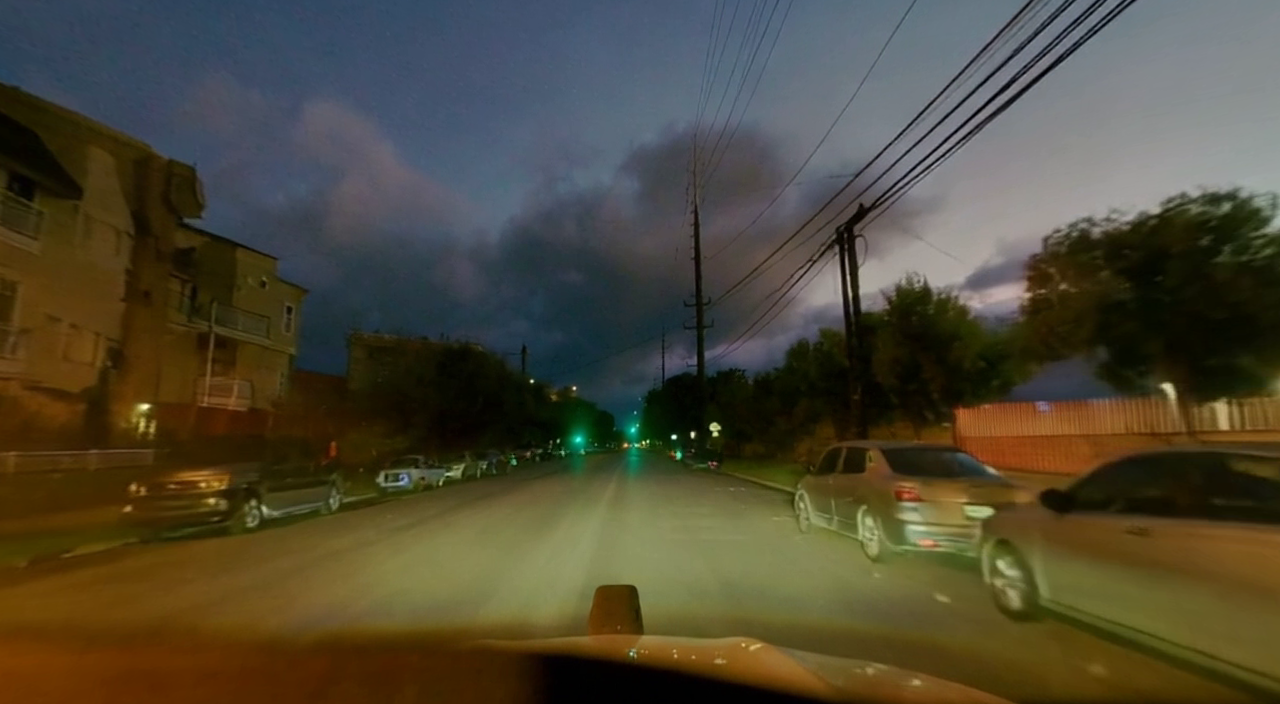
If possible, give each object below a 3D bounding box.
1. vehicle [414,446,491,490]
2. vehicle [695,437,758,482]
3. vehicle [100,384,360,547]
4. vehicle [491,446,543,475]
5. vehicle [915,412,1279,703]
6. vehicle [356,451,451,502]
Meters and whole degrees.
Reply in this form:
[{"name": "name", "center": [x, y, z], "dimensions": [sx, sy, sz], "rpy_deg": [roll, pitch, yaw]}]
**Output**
[{"name": "vehicle", "center": [-7.759, 4.841, 26.602], "dimensions": [1.917, 1.618, 4.825], "rpy_deg": [-1, -10, -2]}, {"name": "vehicle", "center": [3.585, 4.522, 26.919], "dimensions": [2.095, 1.694, 4.592], "rpy_deg": [-1, -8, 1]}, {"name": "vehicle", "center": [-7.157, 2.030, 11.728], "dimensions": [1.889, 2.463, 4.142], "rpy_deg": [0, -9, 1]}, {"name": "vehicle", "center": [-7.480, 6.643, 38.877], "dimensions": [2.145, 1.488, 4.646], "rpy_deg": [-2, -7, 1]}, {"name": "vehicle", "center": [3.804, 1.226, 3.888], "dimensions": [1.943, 1.563, 4.752], "rpy_deg": [1, -9, -2]}, {"name": "vehicle", "center": [-7.768, 4.101, 21.209], "dimensions": [1.873, 1.437, 4.068], "rpy_deg": [-1, -8, -4]}]
